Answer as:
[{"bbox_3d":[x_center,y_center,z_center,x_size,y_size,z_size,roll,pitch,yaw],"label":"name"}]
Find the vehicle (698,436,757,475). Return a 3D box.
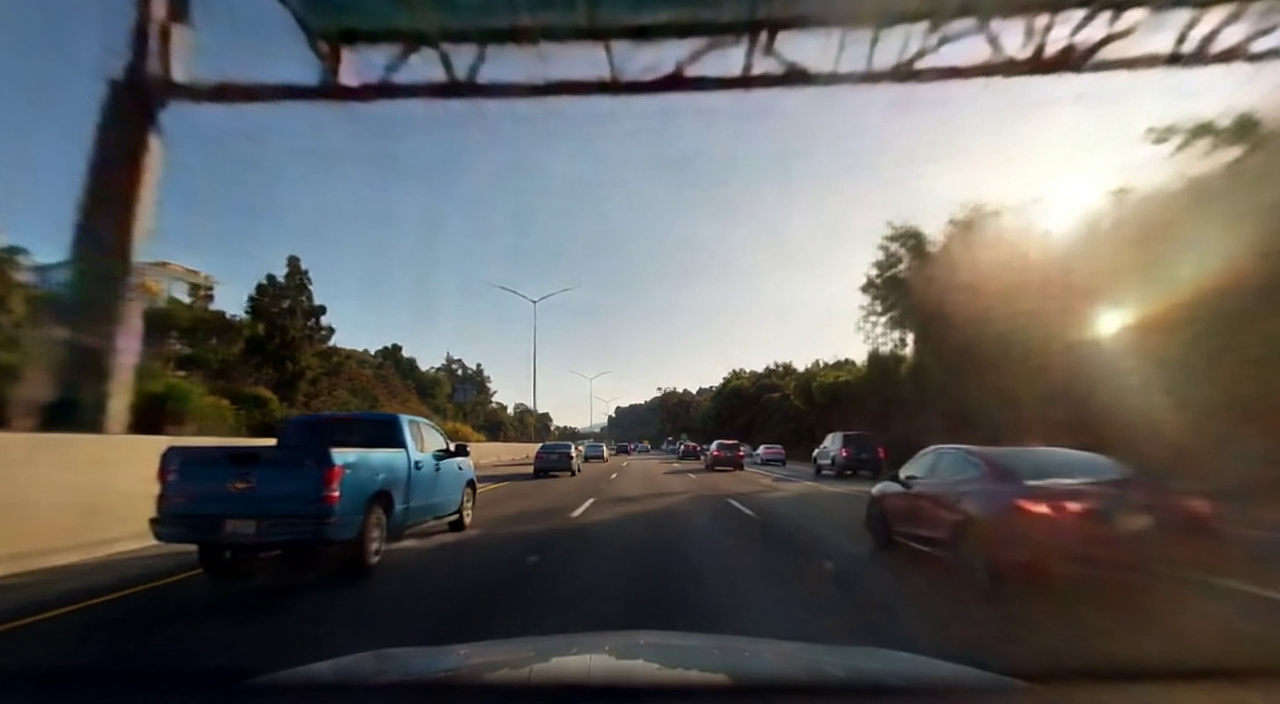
[{"bbox_3d":[4.182,5.041,30.971,2.144,1.752,4.765,0,-8,-1],"label":"vehicle"}]

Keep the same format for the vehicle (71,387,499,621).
[{"bbox_3d":[-3.239,1.500,7.232,2.139,1.764,4.707,0,-8,0],"label":"vehicle"}]

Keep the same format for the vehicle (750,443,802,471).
[{"bbox_3d":[7.788,6.032,36.597,1.904,1.473,4.598,0,-8,-1],"label":"vehicle"}]

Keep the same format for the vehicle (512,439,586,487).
[{"bbox_3d":[-3.293,4.128,23.916,1.974,1.589,5.047,-1,-8,1],"label":"vehicle"}]

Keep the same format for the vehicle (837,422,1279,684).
[{"bbox_3d":[3.746,1.496,6.067,2.040,1.461,4.822,0,-8,-1],"label":"vehicle"}]
